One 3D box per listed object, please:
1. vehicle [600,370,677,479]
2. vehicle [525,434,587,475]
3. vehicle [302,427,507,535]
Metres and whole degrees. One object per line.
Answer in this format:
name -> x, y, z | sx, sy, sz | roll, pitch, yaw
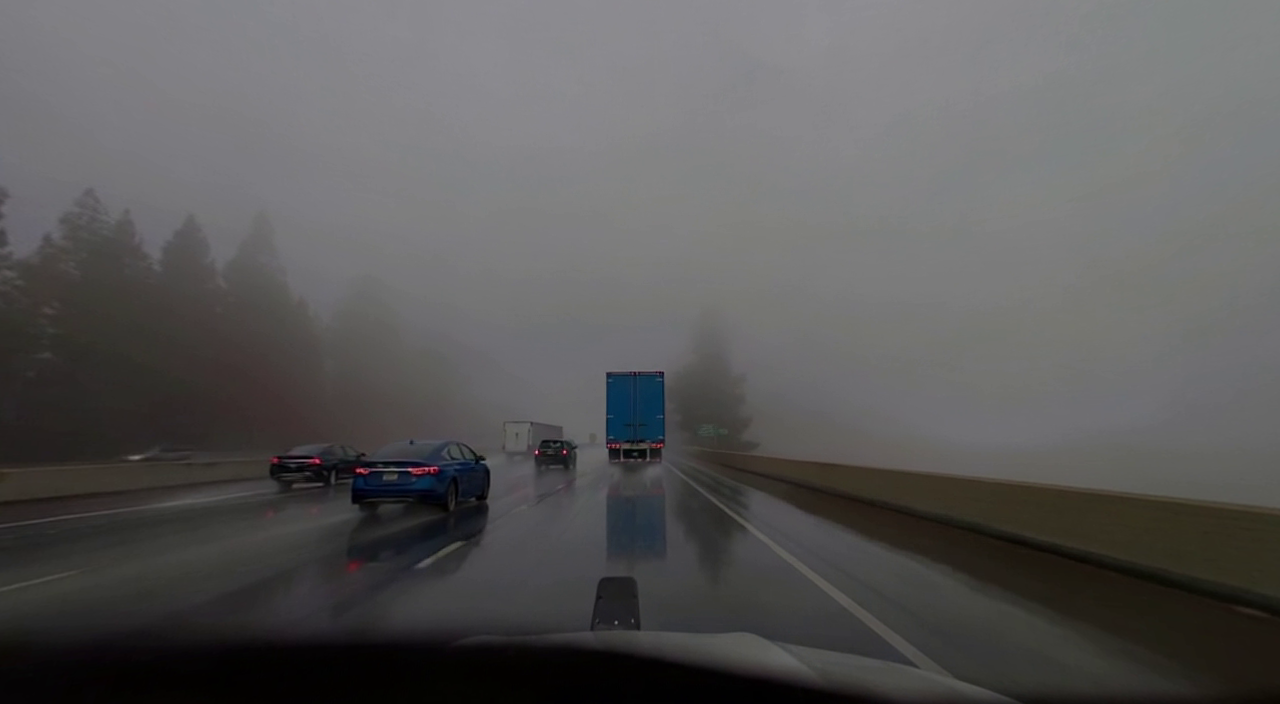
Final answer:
vehicle -> -0.219, 3.499, 29.359 | 2.913, 4.113, 10.724 | 0, -8, -2
vehicle -> -3.653, 4.548, 28.137 | 2.158, 1.680, 4.087 | 0, -8, 0
vehicle -> -3.962, 2.226, 11.480 | 2.164, 1.582, 3.979 | 0, -8, 0
